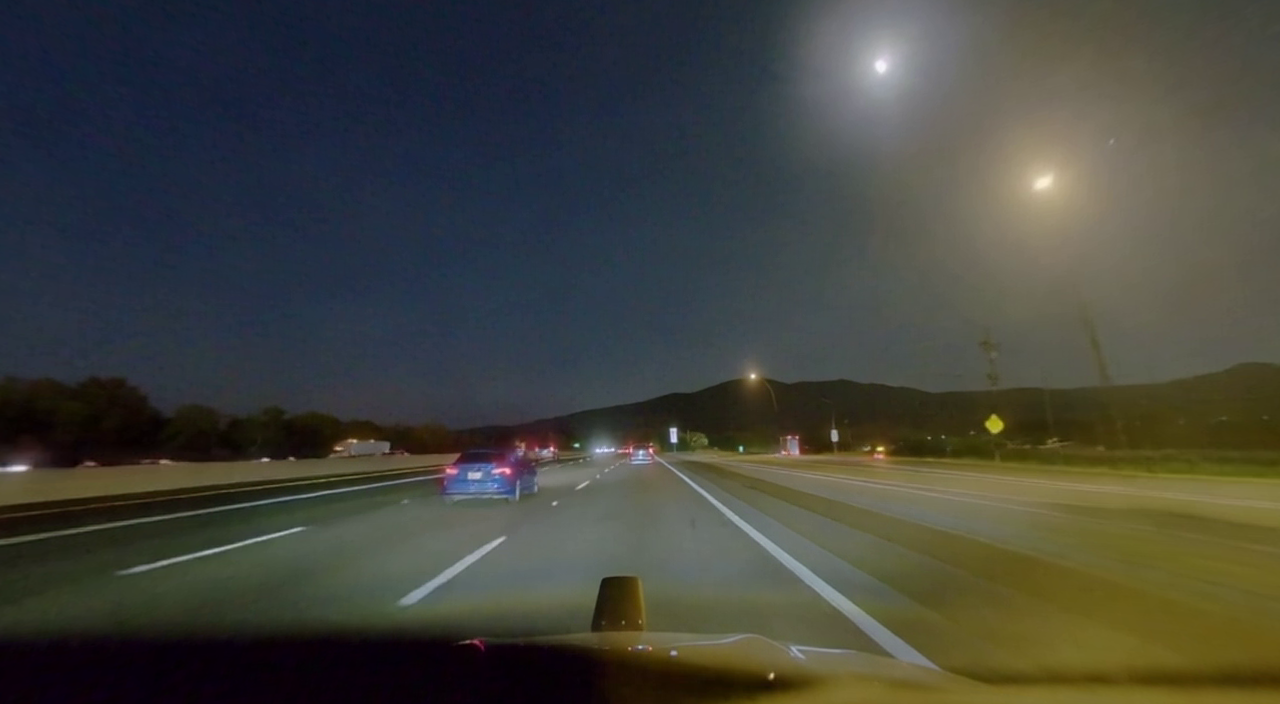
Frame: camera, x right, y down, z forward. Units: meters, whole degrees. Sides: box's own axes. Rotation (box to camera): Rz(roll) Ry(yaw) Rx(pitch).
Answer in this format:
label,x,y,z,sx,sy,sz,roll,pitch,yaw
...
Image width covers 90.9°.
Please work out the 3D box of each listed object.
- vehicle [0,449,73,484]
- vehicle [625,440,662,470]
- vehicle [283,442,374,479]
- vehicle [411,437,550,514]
label,x,y,z,sx,sy,sz,roll,pitch,yaw
vehicle,-28.885,5.178,28.655,2.063,1.511,4.471,0,-8,0
vehicle,0.167,6.410,39.546,2.194,1.737,4.127,0,-8,0
vehicle,-14.420,5.025,29.506,2.047,1.608,4.257,0,-8,1
vehicle,-3.551,2.843,15.096,1.967,1.517,4.808,0,-8,1
